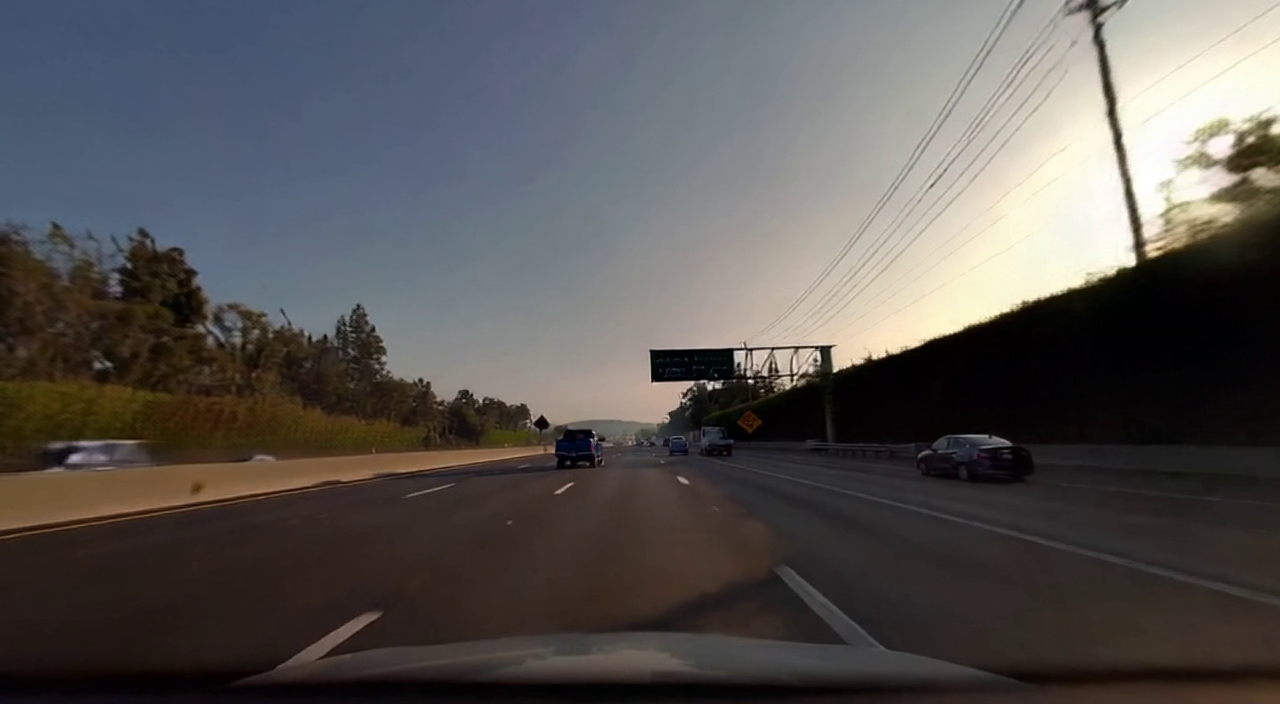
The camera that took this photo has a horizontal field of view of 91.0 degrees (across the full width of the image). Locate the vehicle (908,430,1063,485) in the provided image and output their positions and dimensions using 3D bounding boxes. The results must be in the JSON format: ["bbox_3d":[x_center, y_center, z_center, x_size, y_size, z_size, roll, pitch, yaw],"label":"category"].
[{"bbox_3d":[10.344,3.187,19.381,2.076,1.470,4.644,0,-8,-1],"label":"vehicle"}]

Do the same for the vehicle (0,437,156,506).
[{"bbox_3d":[-17.888,3.507,19.012,2.245,1.774,5.296,0,-8,1],"label":"vehicle"}]

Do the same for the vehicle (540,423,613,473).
[{"bbox_3d":[-2.721,4.391,28.848,2.508,2.023,6.176,0,-8,2],"label":"vehicle"}]

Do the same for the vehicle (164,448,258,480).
[{"bbox_3d":[-23.839,6.209,35.239,1.997,1.671,4.543,0,-8,1],"label":"vehicle"}]
